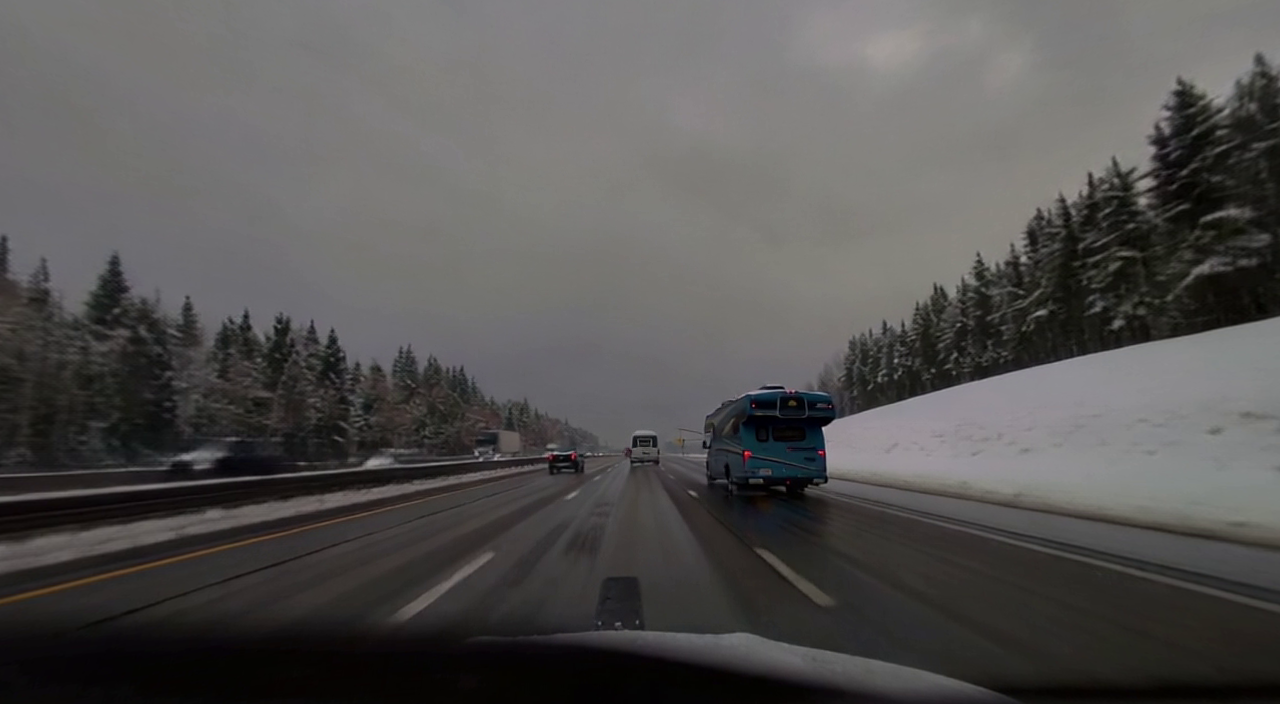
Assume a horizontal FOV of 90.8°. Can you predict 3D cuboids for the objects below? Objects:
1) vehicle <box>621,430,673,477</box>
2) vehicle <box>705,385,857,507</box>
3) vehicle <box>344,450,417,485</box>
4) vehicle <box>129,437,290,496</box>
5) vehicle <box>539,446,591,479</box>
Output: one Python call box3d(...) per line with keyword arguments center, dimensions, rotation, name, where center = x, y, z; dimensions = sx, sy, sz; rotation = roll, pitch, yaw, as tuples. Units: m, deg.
box3d(center=(0.326, 5.358, 33.453), dimensions=(2.524, 2.310, 4.986), rotation=(0, -9, 0), name="vehicle")
box3d(center=(3.755, 2.808, 18.810), dimensions=(2.607, 2.910, 7.252), rotation=(0, -9, -2), name="vehicle")
box3d(center=(-11.467, 5.083, 28.104), dimensions=(1.716, 1.422, 3.528), rotation=(0, -9, 0), name="vehicle")
box3d(center=(-15.519, 4.139, 23.245), dimensions=(2.224, 1.907, 5.189), rotation=(0, -9, 0), name="vehicle")
box3d(center=(-3.704, 5.564, 31.991), dimensions=(1.959, 1.502, 4.559), rotation=(0, -9, 1), name="vehicle")
